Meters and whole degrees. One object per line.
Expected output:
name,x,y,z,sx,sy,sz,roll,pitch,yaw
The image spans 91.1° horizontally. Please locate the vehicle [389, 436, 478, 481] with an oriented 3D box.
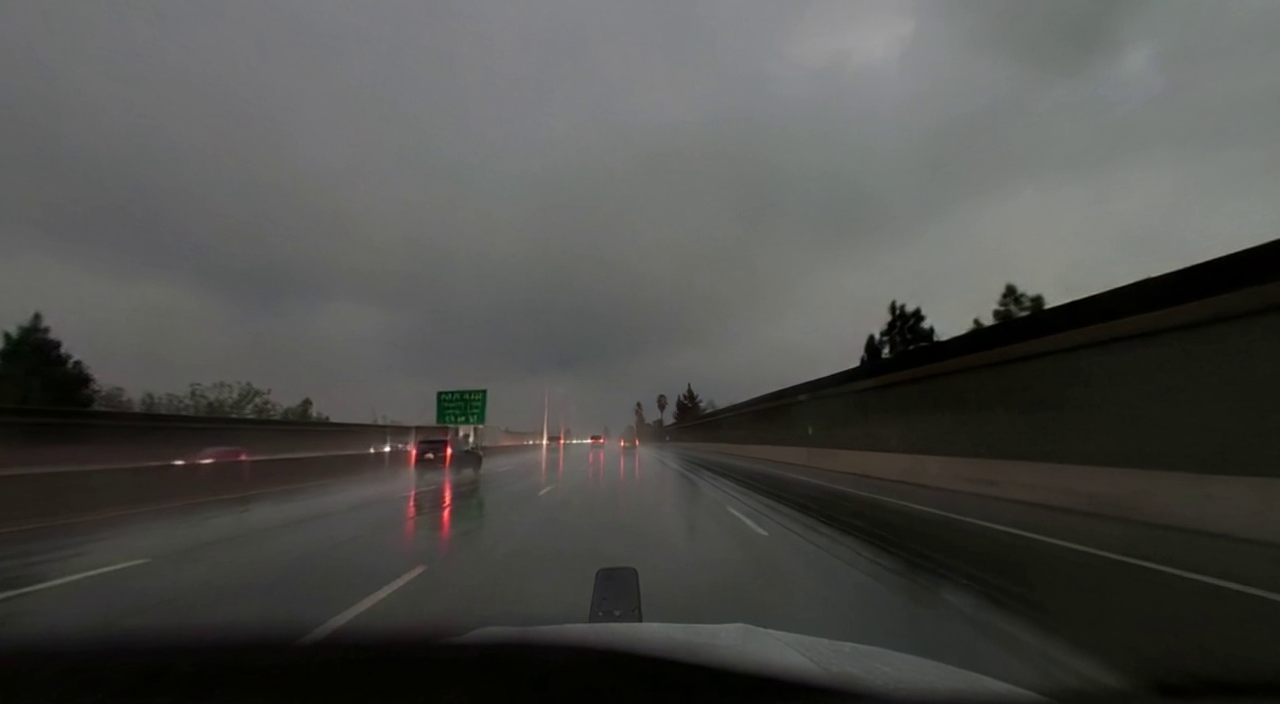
vehicle,-7.658,3.950,23.770,1.972,1.532,4.222,0,-8,0
